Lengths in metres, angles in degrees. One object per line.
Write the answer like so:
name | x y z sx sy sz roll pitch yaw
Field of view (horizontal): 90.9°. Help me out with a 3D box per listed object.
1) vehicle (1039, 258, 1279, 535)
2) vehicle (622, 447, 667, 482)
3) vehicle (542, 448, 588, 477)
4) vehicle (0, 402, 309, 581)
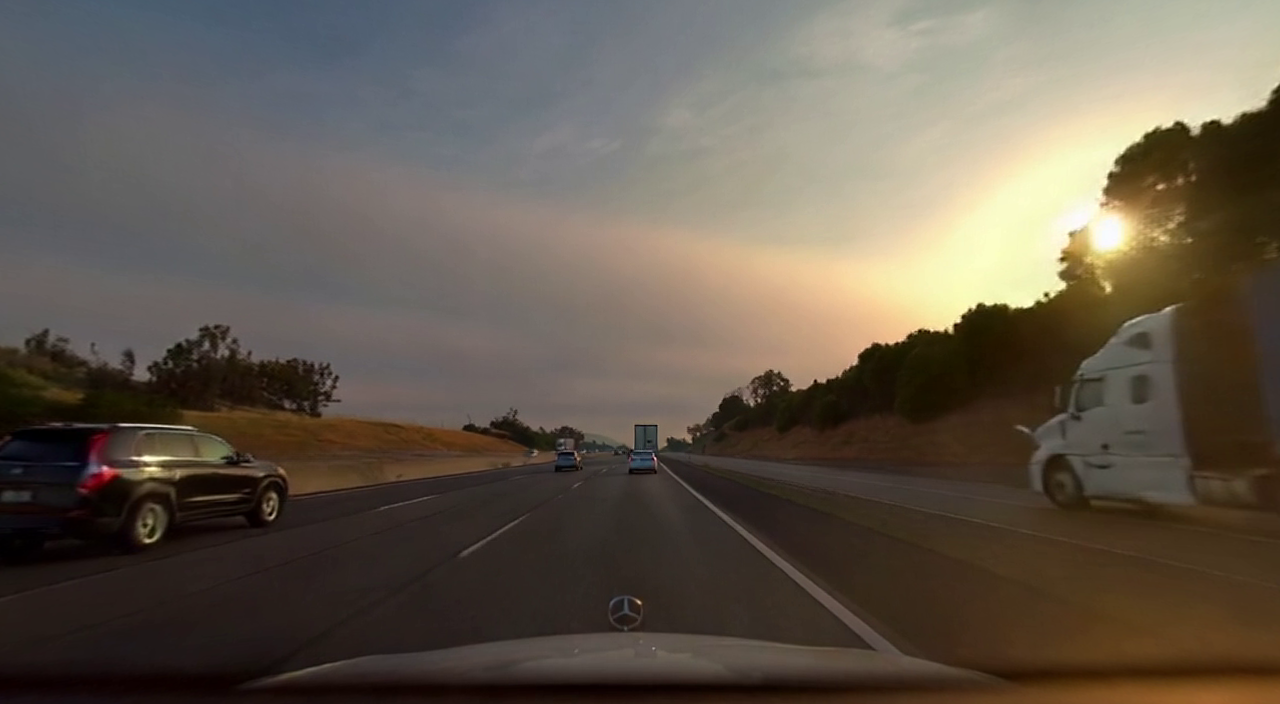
vehicle | 10.715 0.663 9.242 2.997 3.951 9.277 1 -9 -4
vehicle | 0.156 5.243 29.622 1.991 1.507 3.391 0 -9 -1
vehicle | -4.112 6.138 35.267 2.018 1.504 4.431 0 -9 0
vehicle | -7.567 1.889 9.406 2.316 1.875 5.337 0 -9 0
